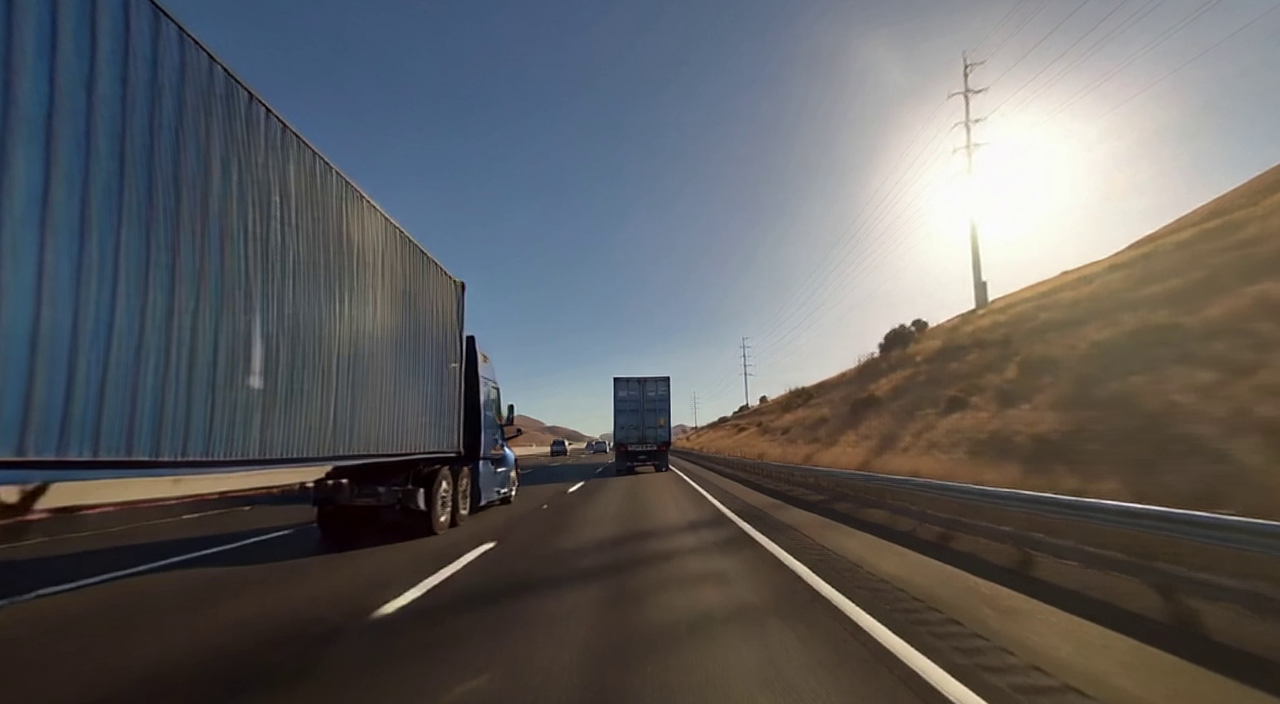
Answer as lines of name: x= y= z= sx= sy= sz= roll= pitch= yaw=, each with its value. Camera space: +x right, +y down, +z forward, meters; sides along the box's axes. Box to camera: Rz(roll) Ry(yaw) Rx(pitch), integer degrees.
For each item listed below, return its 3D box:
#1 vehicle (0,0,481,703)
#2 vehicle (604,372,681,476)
vehicle: x=-4.135 y=-0.310 z=2.760 sx=3.065 sy=4.105 sz=13.706 roll=0 pitch=-8 yaw=1
vehicle: x=0.009 y=3.664 z=30.653 sx=3.006 sy=4.120 sz=11.586 roll=0 pitch=-8 yaw=-1
